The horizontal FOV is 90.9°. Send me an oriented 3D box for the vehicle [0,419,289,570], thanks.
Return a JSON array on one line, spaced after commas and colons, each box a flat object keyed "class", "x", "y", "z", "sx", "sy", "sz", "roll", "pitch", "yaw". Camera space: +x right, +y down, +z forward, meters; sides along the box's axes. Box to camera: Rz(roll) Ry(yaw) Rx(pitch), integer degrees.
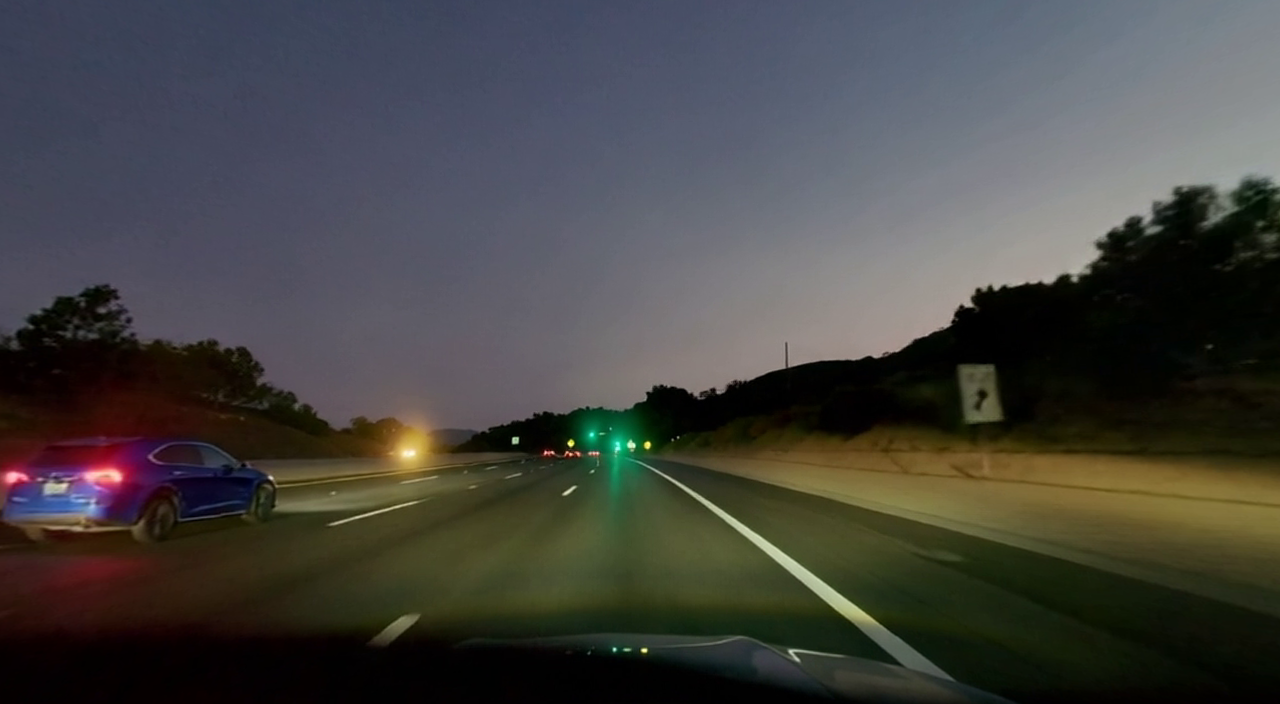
[{"class": "vehicle", "x": -7.682, "y": 1.996, "z": 9.611, "sx": 2.046, "sy": 1.712, "sz": 4.533, "roll": -1, "pitch": -9, "yaw": 0}]
